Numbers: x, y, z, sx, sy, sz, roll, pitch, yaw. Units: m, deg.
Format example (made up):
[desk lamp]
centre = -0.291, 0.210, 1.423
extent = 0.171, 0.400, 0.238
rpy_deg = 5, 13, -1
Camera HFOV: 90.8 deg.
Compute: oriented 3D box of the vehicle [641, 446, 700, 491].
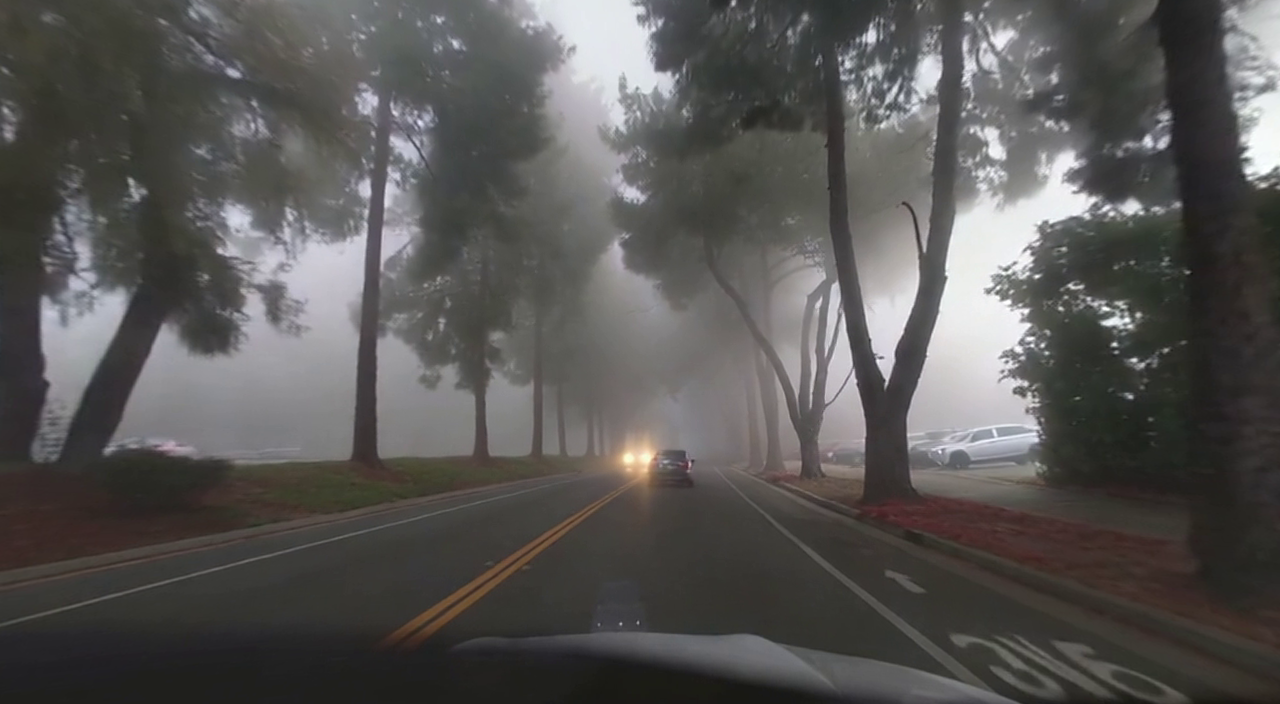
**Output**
[vehicle]
centre = 1.316, 4.603, 25.341
extent = 2.152, 1.574, 4.223
rpy_deg = -1, -8, 5
